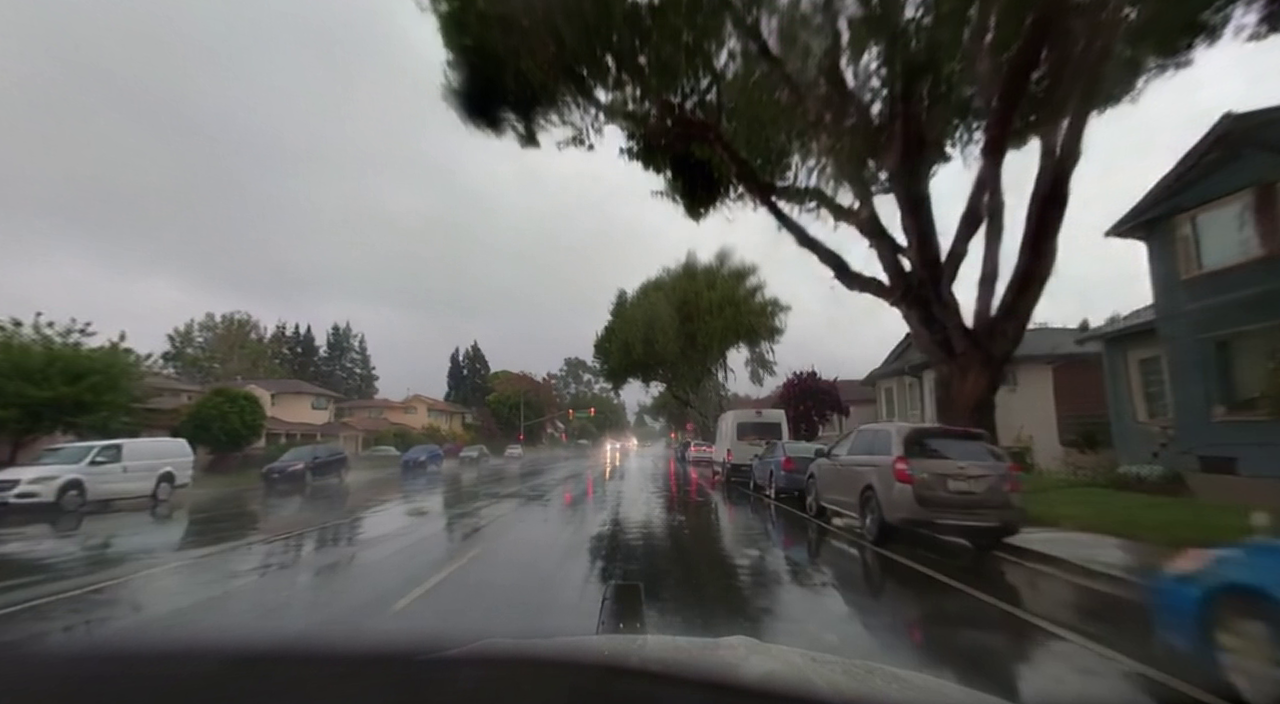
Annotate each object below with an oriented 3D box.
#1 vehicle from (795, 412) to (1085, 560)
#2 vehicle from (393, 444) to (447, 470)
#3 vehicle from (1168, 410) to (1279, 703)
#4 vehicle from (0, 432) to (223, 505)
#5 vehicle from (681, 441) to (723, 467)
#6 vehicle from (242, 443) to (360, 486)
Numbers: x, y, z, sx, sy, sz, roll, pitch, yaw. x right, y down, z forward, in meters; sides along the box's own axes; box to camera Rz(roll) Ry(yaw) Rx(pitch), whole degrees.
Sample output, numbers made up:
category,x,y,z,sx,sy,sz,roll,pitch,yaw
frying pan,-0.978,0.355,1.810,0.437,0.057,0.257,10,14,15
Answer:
category,x,y,z,sx,sy,sz,roll,pitch,yaw
vehicle,4.072,1.901,9.688,2.067,1.706,4.506,0,-8,-2
vehicle,-14.354,6.852,41.491,1.923,1.535,4.862,0,-8,-1
vehicle,4.200,0.823,1.608,1.862,1.515,4.233,0,-9,-4
vehicle,-15.624,3.250,17.934,5.783,1.904,2.289,0,-9,-3
vehicle,3.709,6.208,38.602,1.956,1.468,4.524,0,-8,-2
vehicle,-14.050,4.667,26.642,2.045,1.636,5.214,0,-8,0
